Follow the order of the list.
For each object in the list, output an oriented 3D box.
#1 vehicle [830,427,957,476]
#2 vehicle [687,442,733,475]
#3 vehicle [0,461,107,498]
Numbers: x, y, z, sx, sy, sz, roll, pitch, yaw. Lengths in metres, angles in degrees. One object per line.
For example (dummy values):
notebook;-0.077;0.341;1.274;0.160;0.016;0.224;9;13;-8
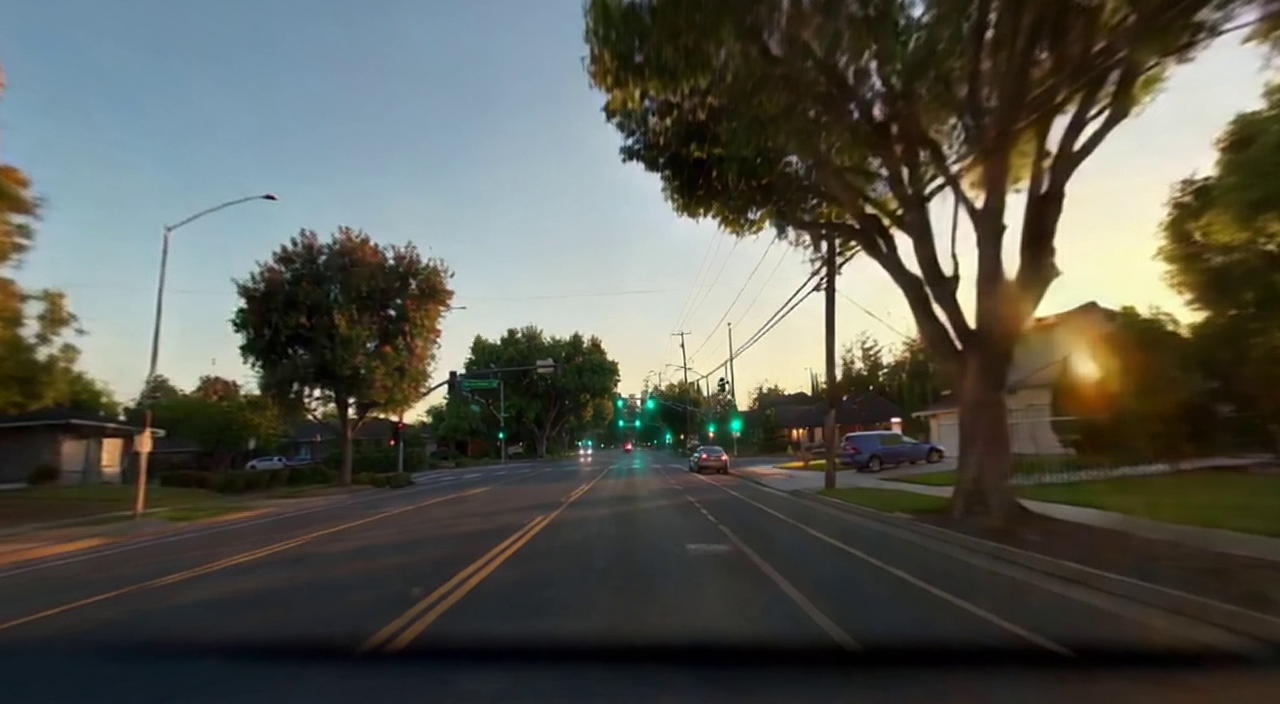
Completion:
vehicle;10.184;4.017;25.499;4.434;1.730;2.081;-6;-10;23
vehicle;3.809;5.899;35.190;1.900;1.661;4.346;0;-9;-2
vehicle;-35.524;7.624;38.113;1.986;1.854;5.454;-1;-8;-1
